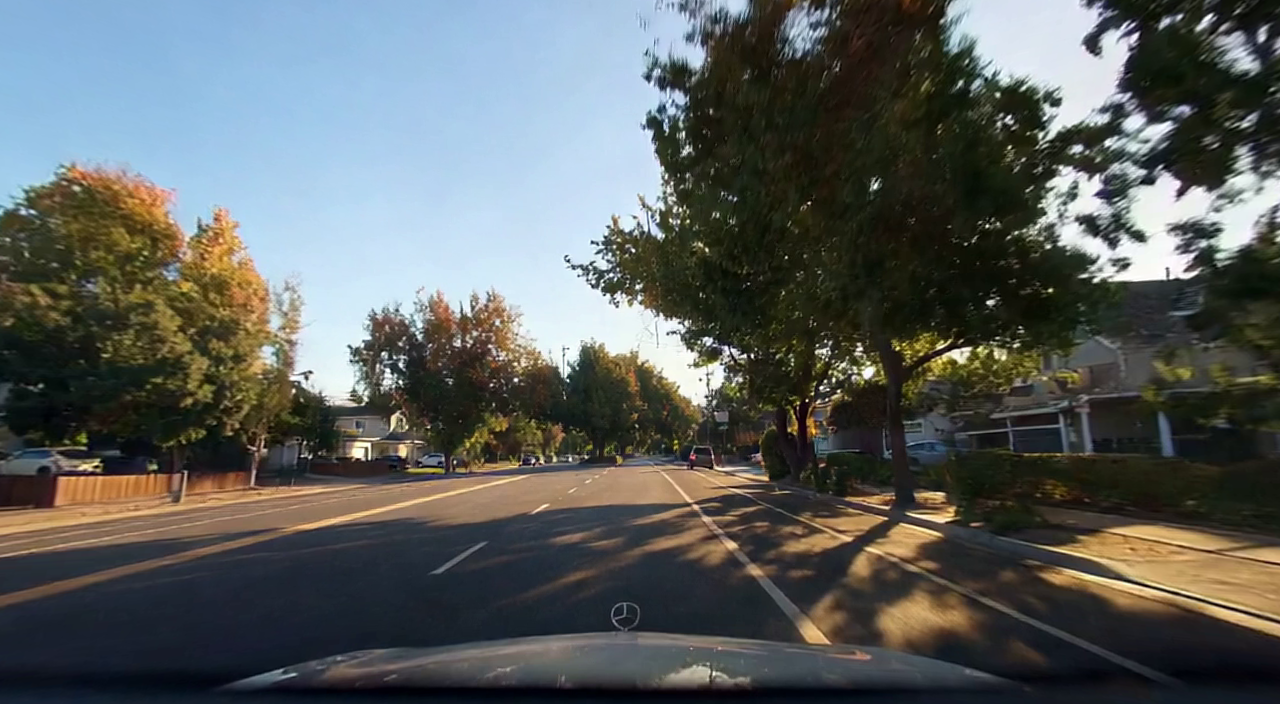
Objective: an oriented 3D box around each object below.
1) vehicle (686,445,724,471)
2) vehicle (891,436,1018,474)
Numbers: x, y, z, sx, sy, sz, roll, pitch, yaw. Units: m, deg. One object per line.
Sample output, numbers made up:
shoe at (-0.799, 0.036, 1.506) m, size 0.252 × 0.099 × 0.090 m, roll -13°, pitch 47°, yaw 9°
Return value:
vehicle at (4.799, 7.874, 47.206) m, size 2.196 × 1.801 × 4.778 m, roll 0°, pitch -9°, yaw -1°
vehicle at (13.894, 4.554, 28.097) m, size 4.570 × 1.502 × 1.877 m, roll -1°, pitch -8°, yaw -1°
